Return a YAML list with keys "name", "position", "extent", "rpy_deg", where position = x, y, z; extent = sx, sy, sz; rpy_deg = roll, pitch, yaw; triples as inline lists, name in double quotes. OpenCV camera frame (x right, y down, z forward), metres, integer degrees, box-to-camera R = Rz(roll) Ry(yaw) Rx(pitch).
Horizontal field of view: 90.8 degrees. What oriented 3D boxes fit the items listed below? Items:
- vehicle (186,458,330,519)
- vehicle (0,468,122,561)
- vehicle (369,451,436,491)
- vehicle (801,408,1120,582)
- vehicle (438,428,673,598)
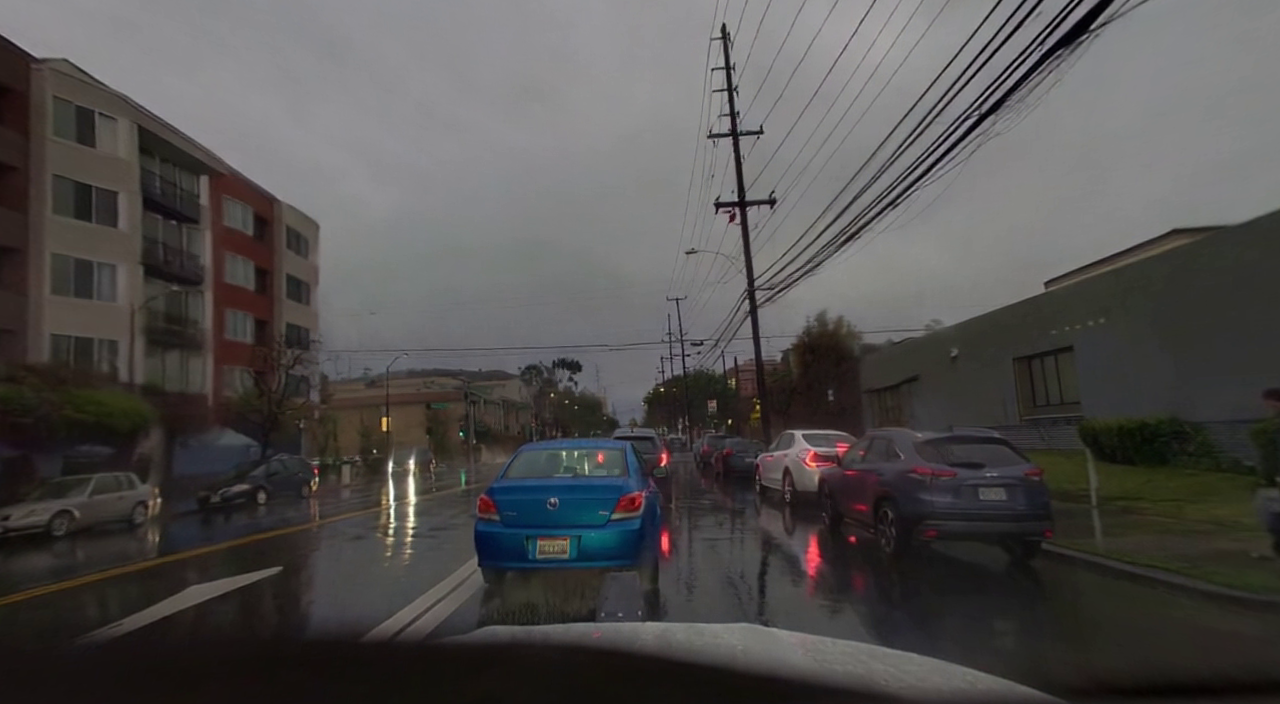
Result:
- name: "vehicle"
  position: [-11.865, 4.226, 20.043]
  extent: [1.868, 1.491, 4.367]
  rpy_deg: [-4, -8, 0]
- name: "vehicle"
  position: [-11.921, 2.900, 11.018]
  extent: [1.850, 1.487, 4.711]
  rpy_deg: [-2, -8, -1]
- name: "vehicle"
  position: [-11.912, 5.947, 31.947]
  extent: [2.011, 1.687, 4.079]
  rpy_deg: [-3, -8, -2]
- name: "vehicle"
  position: [3.794, 1.761, 8.613]
  extent: [1.967, 1.721, 4.410]
  rpy_deg: [0, -8, -1]
- name: "vehicle"
  position: [-0.708, 1.735, 7.814]
  extent: [2.019, 1.453, 4.603]
  rpy_deg: [0, -8, 1]
